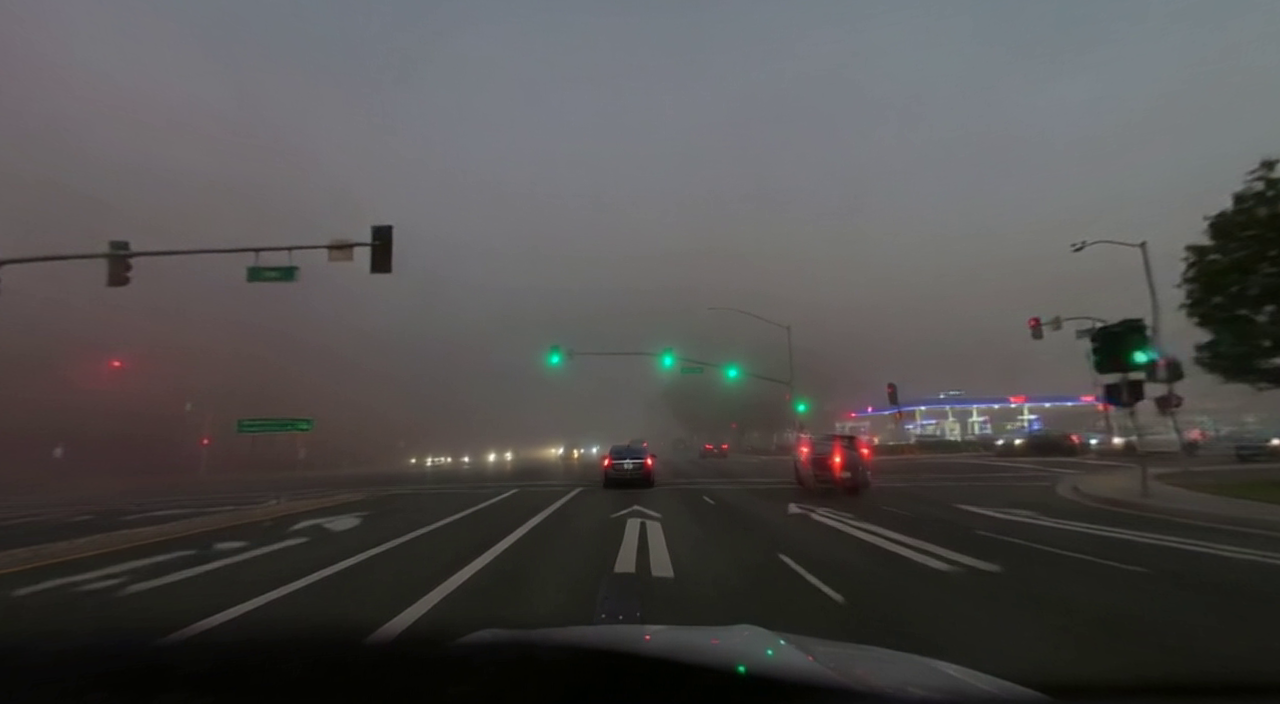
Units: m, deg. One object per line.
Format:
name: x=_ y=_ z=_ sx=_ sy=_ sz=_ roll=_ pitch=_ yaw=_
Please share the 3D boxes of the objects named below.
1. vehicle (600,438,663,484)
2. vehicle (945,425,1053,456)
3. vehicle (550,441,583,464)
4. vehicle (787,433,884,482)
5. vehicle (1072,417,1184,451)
vehicle: x=-0.290 y=3.823 z=22.428 sx=2.040 sy=1.451 sz=3.736 roll=0 pitch=-8 yaw=0
vehicle: x=20.034 y=4.974 z=35.406 sx=4.796 sy=1.488 sz=1.966 roll=-2 pitch=-9 yaw=-1
vehicle: x=-5.584 y=7.707 z=48.544 sx=1.990 sy=1.673 sz=4.436 roll=-1 pitch=-8 yaw=1
vehicle: x=6.558 y=3.580 z=21.743 sx=1.890 sy=1.489 sz=4.396 roll=0 pitch=-8 yaw=0
vehicle: x=27.390 y=4.626 z=35.533 sx=4.724 sy=1.793 sz=1.777 roll=0 pitch=-8 yaw=1
